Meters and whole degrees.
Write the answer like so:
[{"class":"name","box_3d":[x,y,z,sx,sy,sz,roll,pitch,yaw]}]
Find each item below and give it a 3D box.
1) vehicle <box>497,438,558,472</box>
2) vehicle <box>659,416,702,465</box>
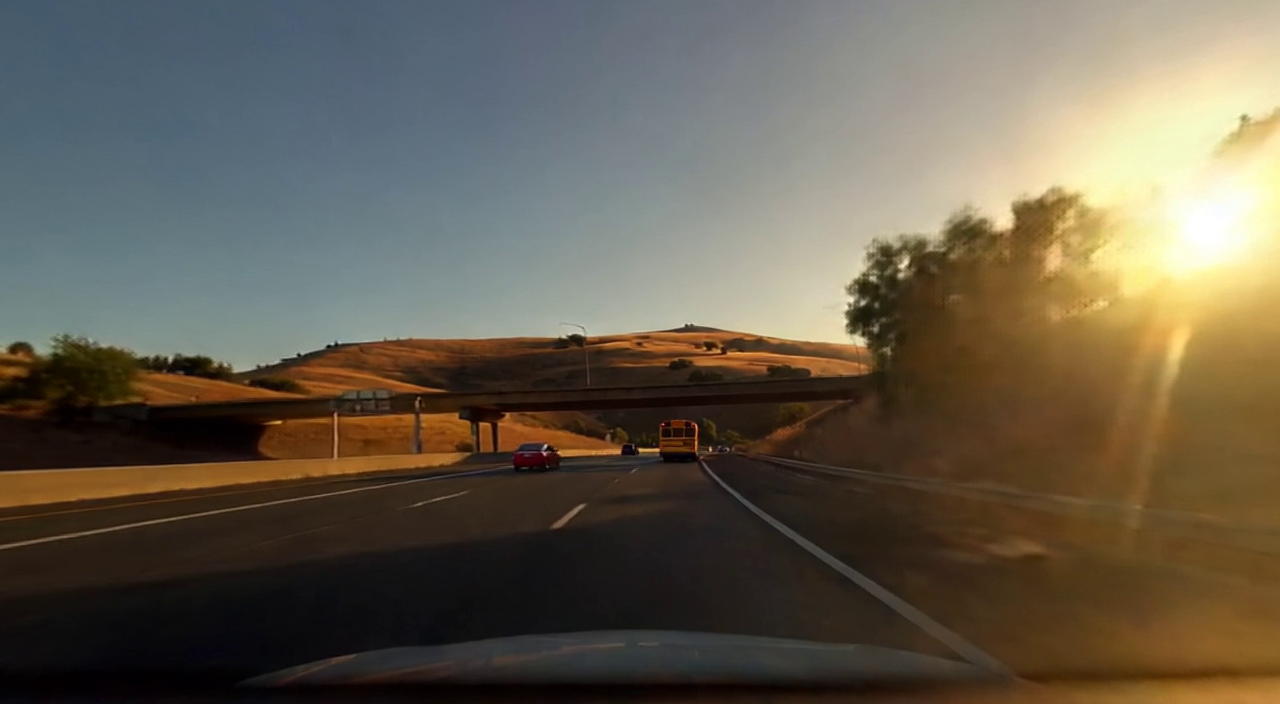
[{"class":"vehicle","box_3d":[-6.046,5.564,34.428,2.172,1.689,4.625,-1,-8,4]},{"class":"vehicle","box_3d":[3.197,6.840,48.597,2.945,3.295,10.406,-1,-8,4]}]
